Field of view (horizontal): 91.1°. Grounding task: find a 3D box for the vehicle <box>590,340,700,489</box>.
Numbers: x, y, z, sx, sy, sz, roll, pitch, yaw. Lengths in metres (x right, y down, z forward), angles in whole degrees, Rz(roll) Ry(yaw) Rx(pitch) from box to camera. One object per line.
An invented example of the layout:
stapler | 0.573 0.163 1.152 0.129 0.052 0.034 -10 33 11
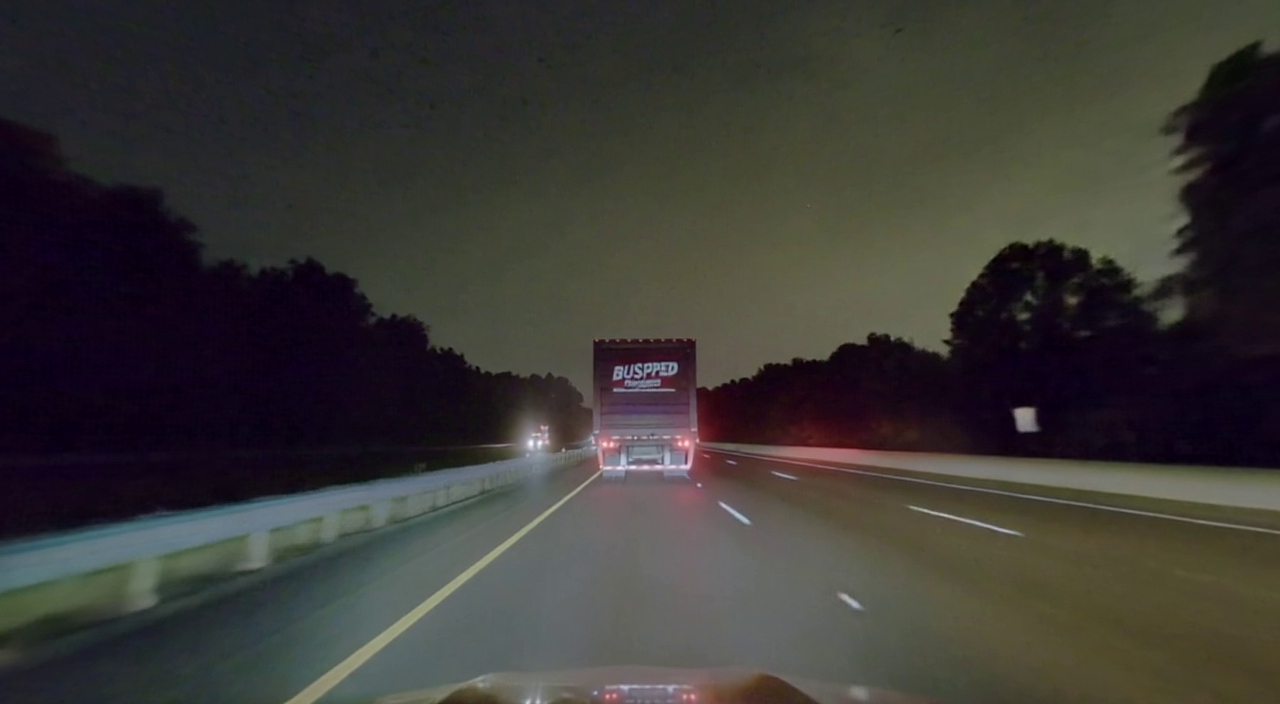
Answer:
vehicle | 0.094 2.216 20.914 2.870 3.911 8.697 0 -8 0
